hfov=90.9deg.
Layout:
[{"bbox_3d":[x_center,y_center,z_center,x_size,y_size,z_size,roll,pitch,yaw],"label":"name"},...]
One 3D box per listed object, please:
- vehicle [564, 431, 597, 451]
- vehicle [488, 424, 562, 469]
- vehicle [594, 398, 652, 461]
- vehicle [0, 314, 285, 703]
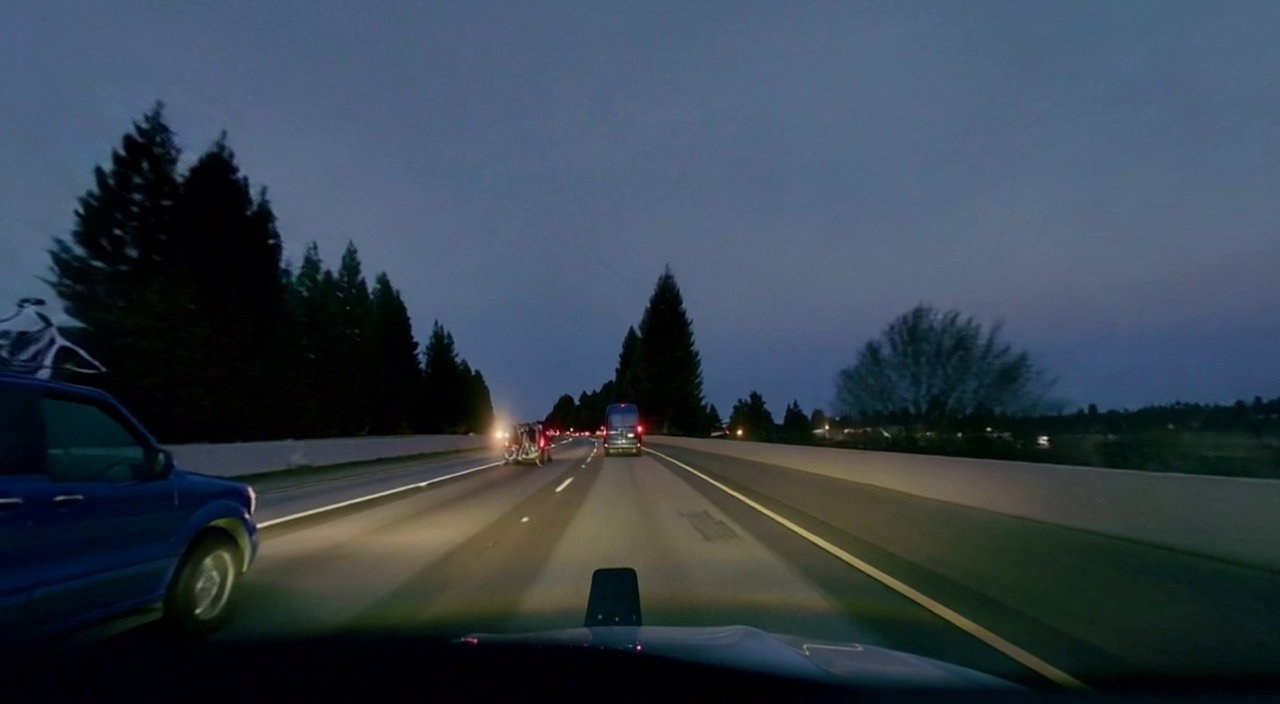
[{"bbox_3d":[-4.544,6.865,48.834,2.251,1.459,4.236,0,-8,-2],"label":"vehicle"},{"bbox_3d":[-4.421,3.712,24.957,2.110,1.636,4.453,0,-8,-1],"label":"vehicle"},{"bbox_3d":[-0.922,3.997,32.271,2.647,2.896,6.480,0,-8,-3],"label":"vehicle"},{"bbox_3d":[-3.650,0.684,2.274,2.069,1.751,4.720,0,-8,-2],"label":"vehicle"}]
